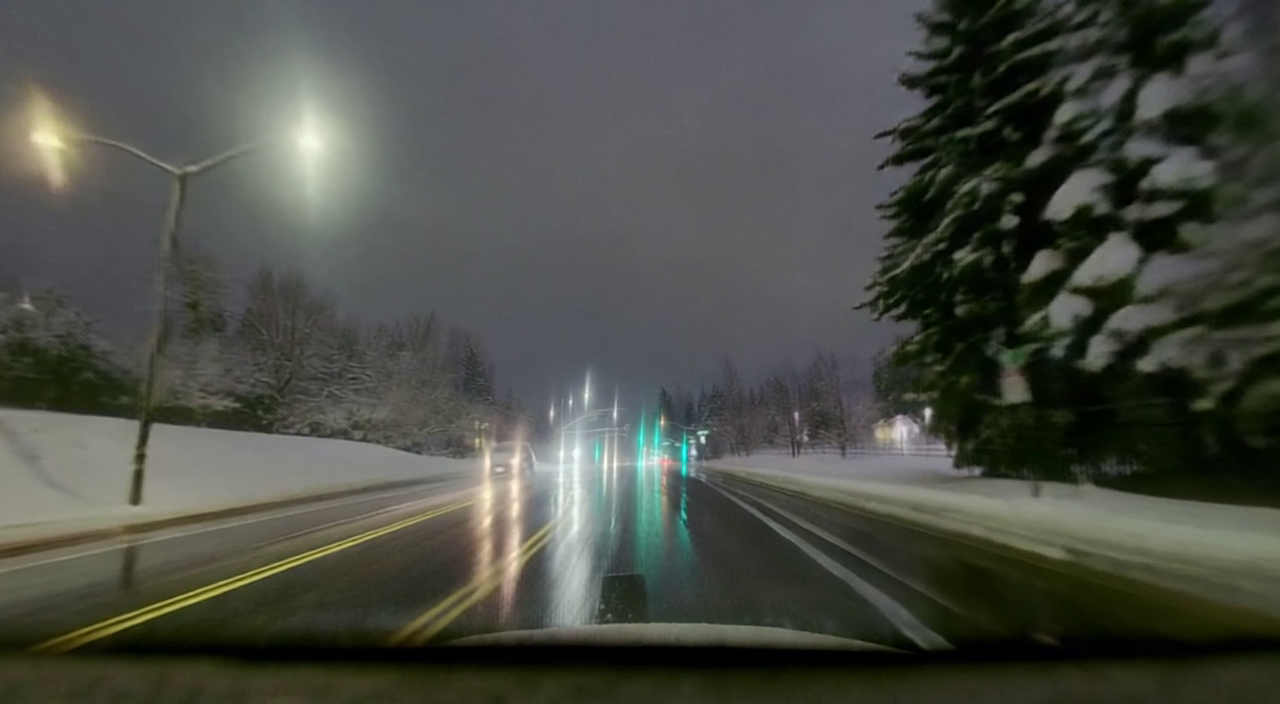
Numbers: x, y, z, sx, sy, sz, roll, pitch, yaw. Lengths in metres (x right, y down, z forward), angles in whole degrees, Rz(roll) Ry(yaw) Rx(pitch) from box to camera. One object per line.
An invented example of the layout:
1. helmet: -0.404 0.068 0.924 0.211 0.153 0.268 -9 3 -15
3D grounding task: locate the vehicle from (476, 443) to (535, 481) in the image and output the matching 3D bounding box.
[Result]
1. vehicle: -6.368 5.245 30.289 1.972 1.684 4.144 0 -8 -1
